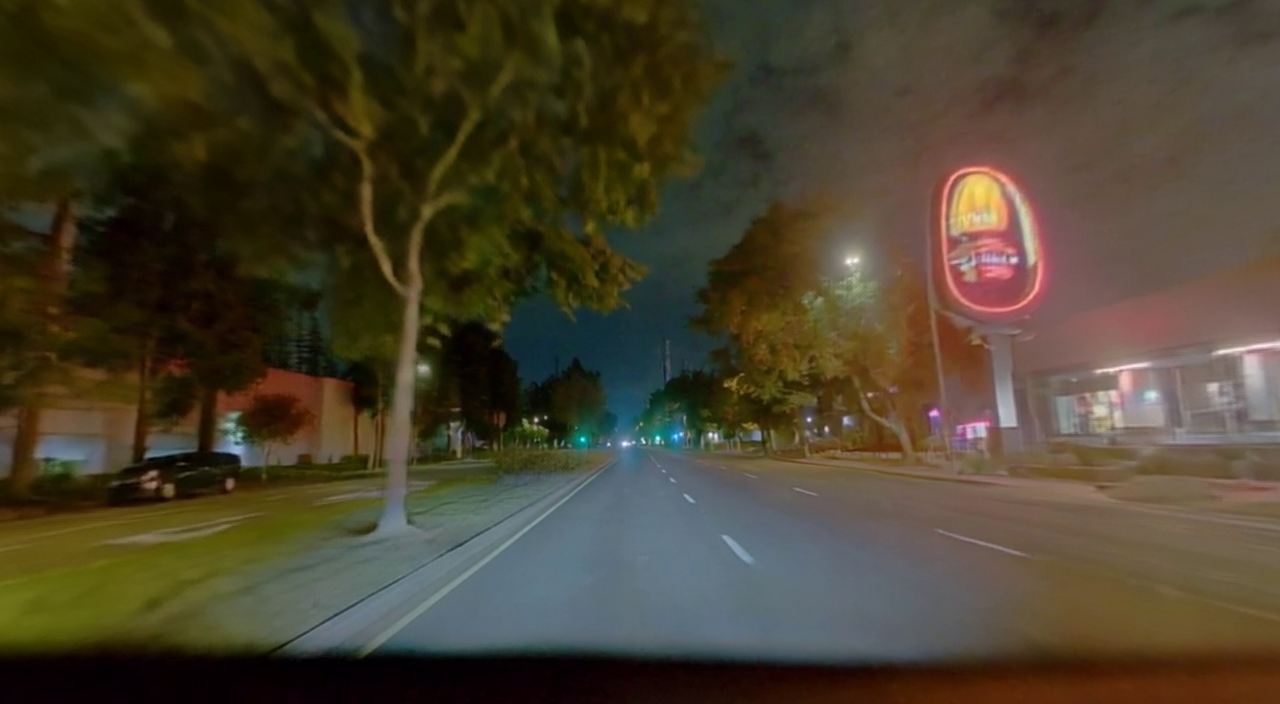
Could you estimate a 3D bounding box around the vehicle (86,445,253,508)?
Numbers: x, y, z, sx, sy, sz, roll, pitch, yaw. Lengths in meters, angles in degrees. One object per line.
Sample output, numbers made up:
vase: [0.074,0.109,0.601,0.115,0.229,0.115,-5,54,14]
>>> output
vehicle: [-19.406,5.094,26.625,2.648,2.106,6.148,-2,-8,-3]
